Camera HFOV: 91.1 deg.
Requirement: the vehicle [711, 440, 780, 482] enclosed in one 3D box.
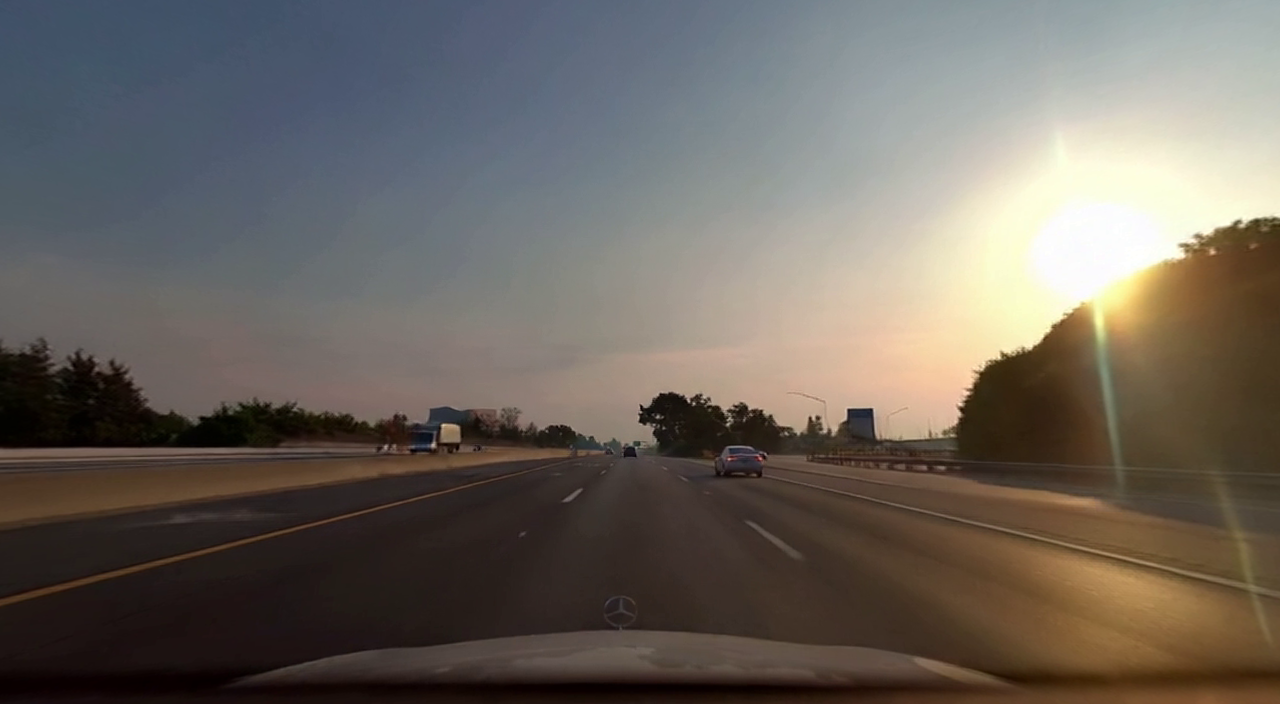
[{"bbox_3d":[4.183,4.418,25.577,1.984,1.540,3.973,0,-9,-1],"label":"vehicle"}]
